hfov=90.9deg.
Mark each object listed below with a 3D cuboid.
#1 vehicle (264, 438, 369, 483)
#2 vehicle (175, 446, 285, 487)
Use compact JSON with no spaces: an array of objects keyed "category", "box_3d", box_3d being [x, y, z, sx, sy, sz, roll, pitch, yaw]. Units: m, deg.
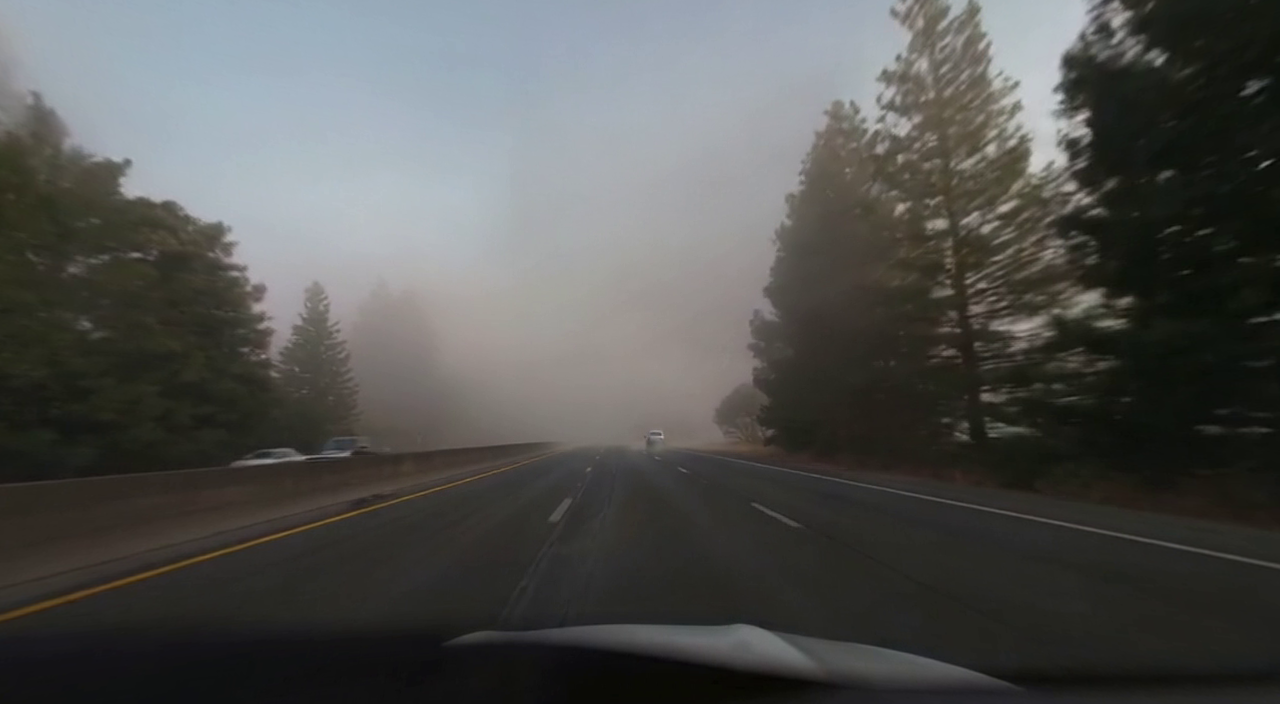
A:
[{"category":"vehicle","box_3d":[-12.094,4.047,23.953,1.886,1.527,4.215,0,-8,-2]},{"category":"vehicle","box_3d":[-16.783,4.682,26.092,1.844,1.456,4.265,0,-8,-3]}]
